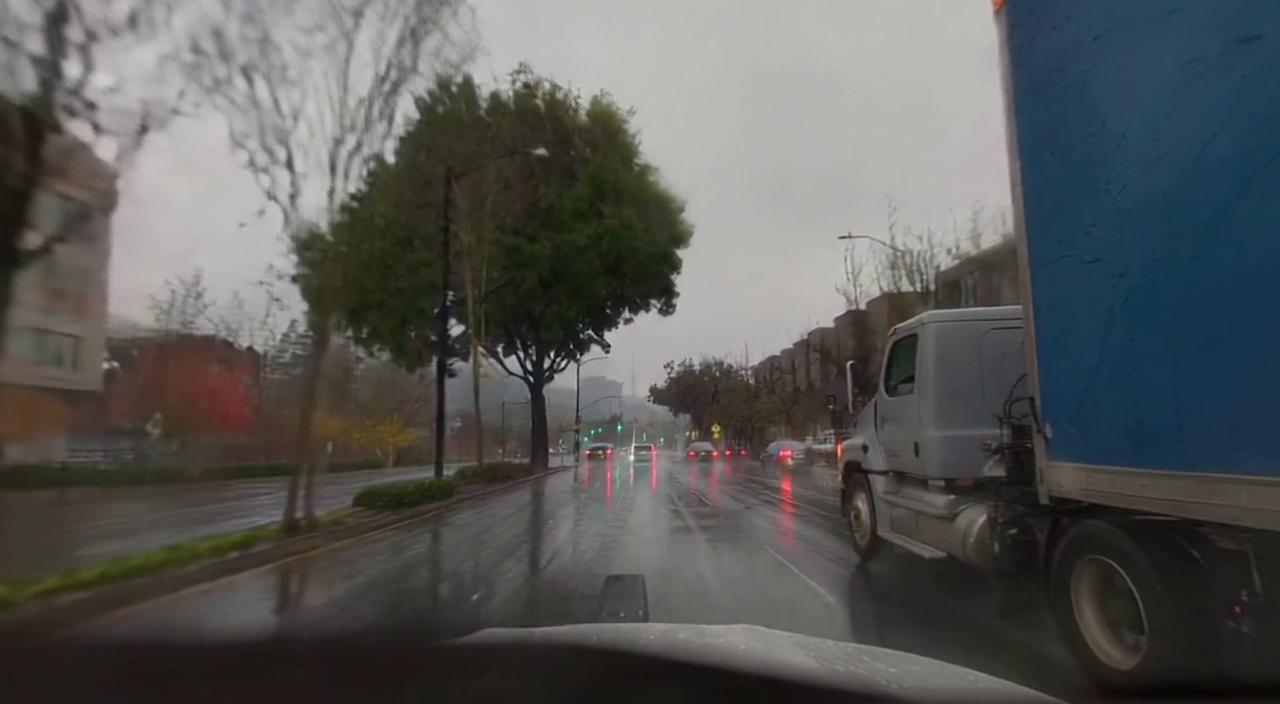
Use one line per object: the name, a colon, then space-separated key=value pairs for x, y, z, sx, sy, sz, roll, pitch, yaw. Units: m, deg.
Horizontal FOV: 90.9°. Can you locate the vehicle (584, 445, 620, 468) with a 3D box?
vehicle: x=-2.652 y=7.478 z=45.408 sx=2.211 sy=1.537 sz=4.666 roll=0 pitch=-8 yaw=1

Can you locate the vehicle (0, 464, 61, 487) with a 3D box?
vehicle: x=-42.832 y=8.494 z=43.526 sx=1.897 sy=1.429 sz=3.741 roll=-1 pitch=-8 yaw=3

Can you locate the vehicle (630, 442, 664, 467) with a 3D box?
vehicle: x=0.506 y=7.231 z=44.597 sx=2.276 sy=1.704 sz=3.925 roll=0 pitch=-8 yaw=1

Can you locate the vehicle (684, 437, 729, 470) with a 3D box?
vehicle: x=4.017 y=6.230 z=38.804 sx=2.196 sy=1.908 sz=4.412 roll=0 pitch=-8 yaw=-1

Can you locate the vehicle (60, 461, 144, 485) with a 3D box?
vehicle: x=-37.656 y=8.446 z=44.312 sx=1.886 sy=1.437 sz=4.572 roll=0 pitch=-8 yaw=0

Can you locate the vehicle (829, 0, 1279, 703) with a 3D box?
vehicle: x=3.580 y=-0.207 z=2.889 sx=3.006 sy=3.679 sz=8.506 roll=-1 pitch=-8 yaw=2
